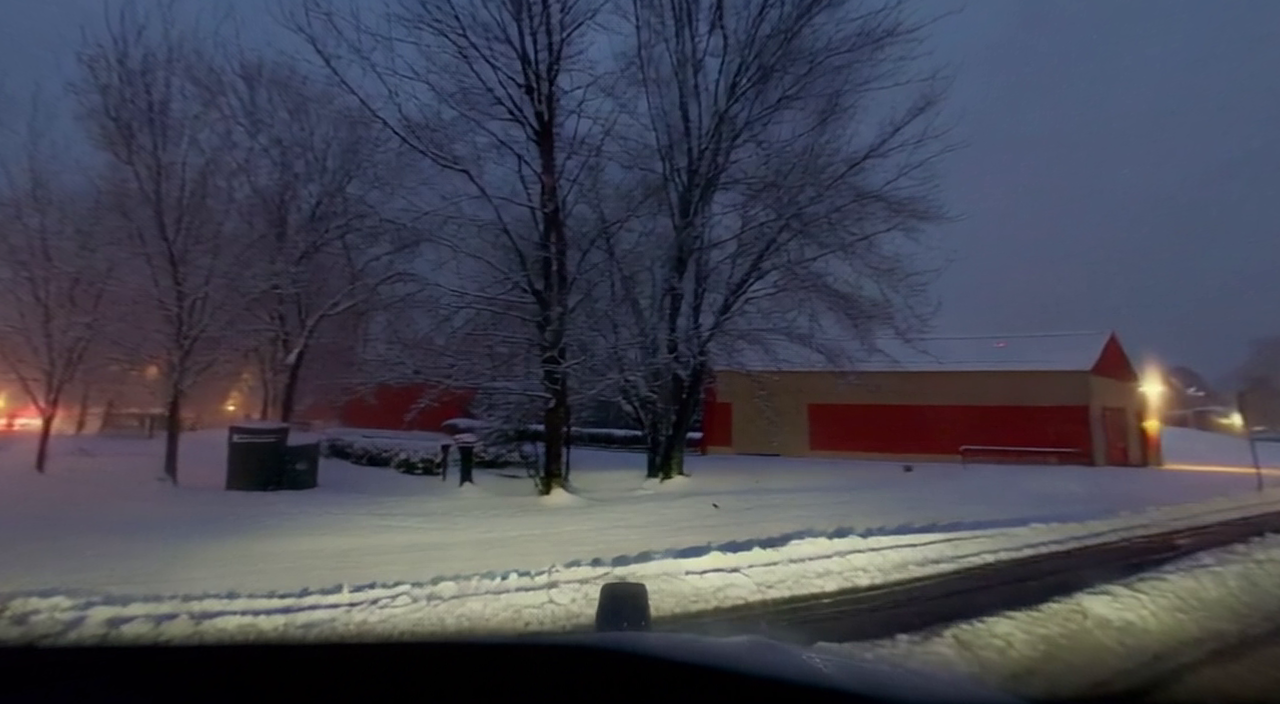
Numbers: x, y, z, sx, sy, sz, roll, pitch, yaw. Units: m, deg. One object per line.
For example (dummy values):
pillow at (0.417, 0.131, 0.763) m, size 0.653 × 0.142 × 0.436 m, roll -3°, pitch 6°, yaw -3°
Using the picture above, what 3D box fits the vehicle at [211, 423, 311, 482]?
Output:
vehicle at (-12.430, 3.217, 20.795) m, size 2.449 × 1.666 × 5.035 m, roll 4°, pitch -8°, yaw -30°
